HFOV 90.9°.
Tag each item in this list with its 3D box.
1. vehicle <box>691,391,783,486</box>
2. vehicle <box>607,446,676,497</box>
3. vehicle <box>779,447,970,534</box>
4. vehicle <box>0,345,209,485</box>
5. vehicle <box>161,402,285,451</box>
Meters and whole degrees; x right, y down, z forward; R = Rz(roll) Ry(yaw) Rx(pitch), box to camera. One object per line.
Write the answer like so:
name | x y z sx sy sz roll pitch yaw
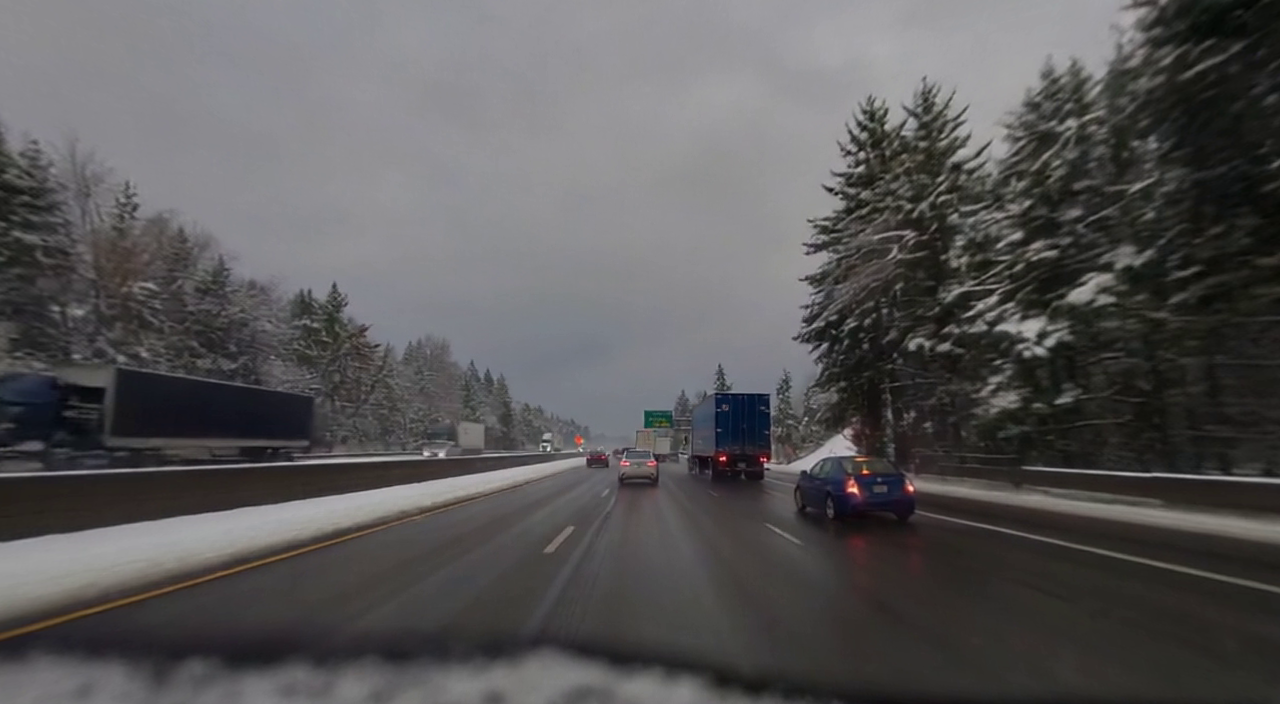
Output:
vehicle | 4.699 4.771 33.873 2.877 4.035 13.897 0 -9 1
vehicle | 0.046 3.987 21.355 2.089 1.516 4.191 0 -9 0
vehicle | 4.255 2.581 12.360 2.037 1.377 4.407 0 -9 0
vehicle | -19.862 2.347 21.526 2.933 3.979 10.057 0 -9 1
vehicle | -19.975 3.709 30.546 2.268 2.025 5.234 -1 -10 2
